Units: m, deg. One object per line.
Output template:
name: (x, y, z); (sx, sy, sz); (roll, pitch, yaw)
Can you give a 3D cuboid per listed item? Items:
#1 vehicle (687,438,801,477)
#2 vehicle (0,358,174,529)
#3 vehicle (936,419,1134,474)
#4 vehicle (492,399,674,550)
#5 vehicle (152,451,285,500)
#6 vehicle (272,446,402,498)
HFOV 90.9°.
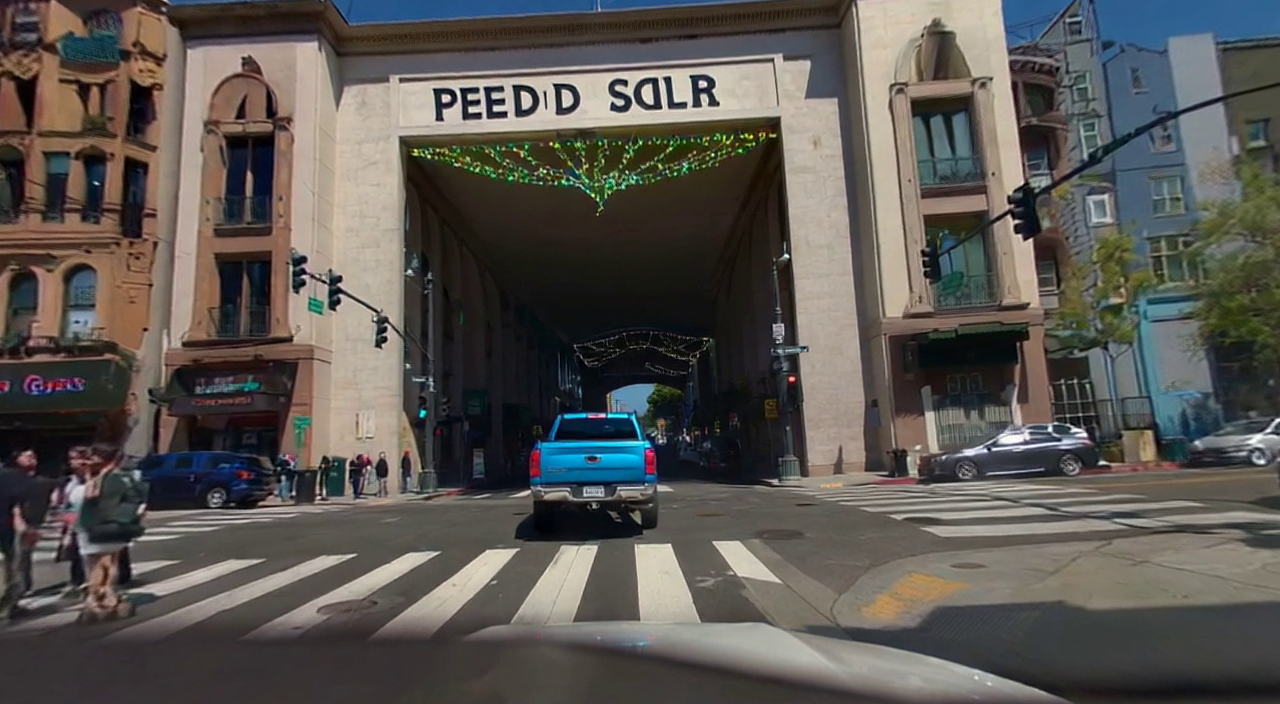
vehicle: (4.255, 4.409, 26.453); (4.515, 1.583, 1.920); (-1, -8, 3)
vehicle: (-22.413, 2.748, 19.087); (13.729, 4.662, 3.300); (0, -8, 0)
vehicle: (11.572, 2.801, 18.717); (4.600, 1.506, 1.878); (0, -8, -1)
vehicle: (-1.183, 2.079, 11.464); (2.477, 2.020, 5.534); (1, -9, -9)
vehicle: (-18.606, 5.457, 28.011); (4.398, 2.057, 1.959); (0, -8, -1)
vehicle: (-13.323, 5.299, 27.959); (4.799, 1.909, 2.011); (-3, -7, 2)
